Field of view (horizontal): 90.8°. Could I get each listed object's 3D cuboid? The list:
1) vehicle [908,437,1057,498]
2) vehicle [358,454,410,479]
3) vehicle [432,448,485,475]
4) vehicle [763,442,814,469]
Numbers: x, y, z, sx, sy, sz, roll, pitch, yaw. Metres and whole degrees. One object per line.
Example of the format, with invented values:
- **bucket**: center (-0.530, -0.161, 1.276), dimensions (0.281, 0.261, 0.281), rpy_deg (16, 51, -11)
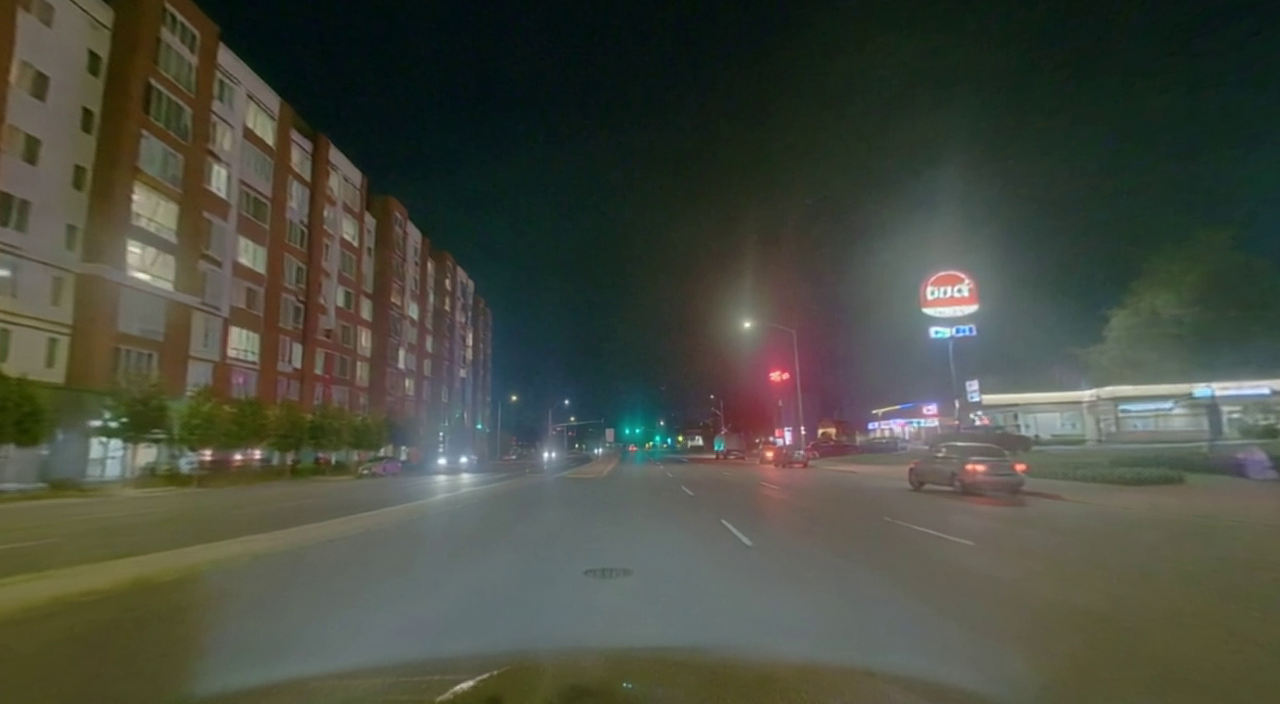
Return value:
- **vehicle**: center (10.589, 3.591, 20.054), dimensions (2.078, 1.688, 4.557), rpy_deg (1, -9, -2)
- **vehicle**: center (-19.190, 8.557, 47.523), dimensions (2.167, 1.700, 4.406), rpy_deg (-1, -8, -1)
- **vehicle**: center (-12.331, 7.442, 43.293), dimensions (2.262, 1.732, 4.501), rpy_deg (0, -9, 0)
- **vehicle**: center (10.150, 7.122, 43.553), dimensions (2.183, 1.698, 5.010), rpy_deg (1, -9, -2)
